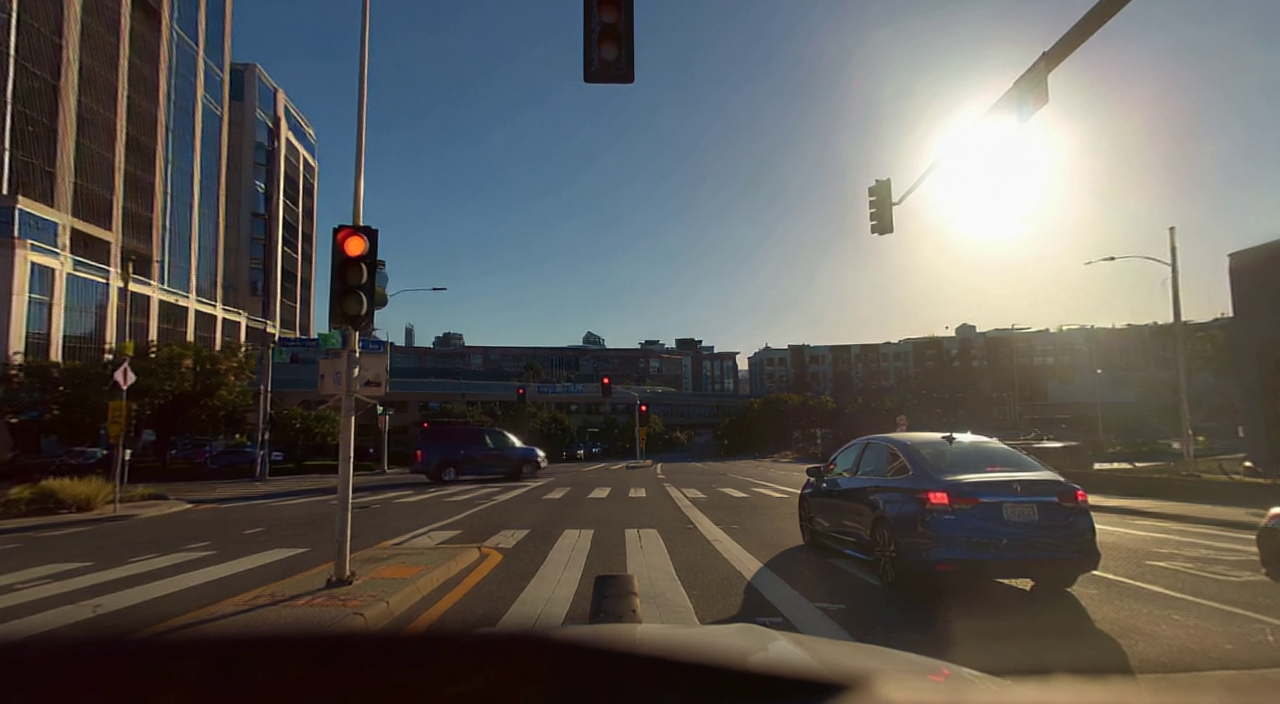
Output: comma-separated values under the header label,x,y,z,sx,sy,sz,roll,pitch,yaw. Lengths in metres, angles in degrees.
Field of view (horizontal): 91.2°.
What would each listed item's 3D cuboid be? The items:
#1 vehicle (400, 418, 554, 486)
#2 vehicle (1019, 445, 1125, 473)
label,x,y,z,sx,sy,sz,roll,pitch,yaw
vehicle,-8.247,5.077,32.105,7.088,3.096,2.678,5,-10,-31
vehicle,25.286,6.270,36.801,4.736,1.542,1.966,0,-9,-2
